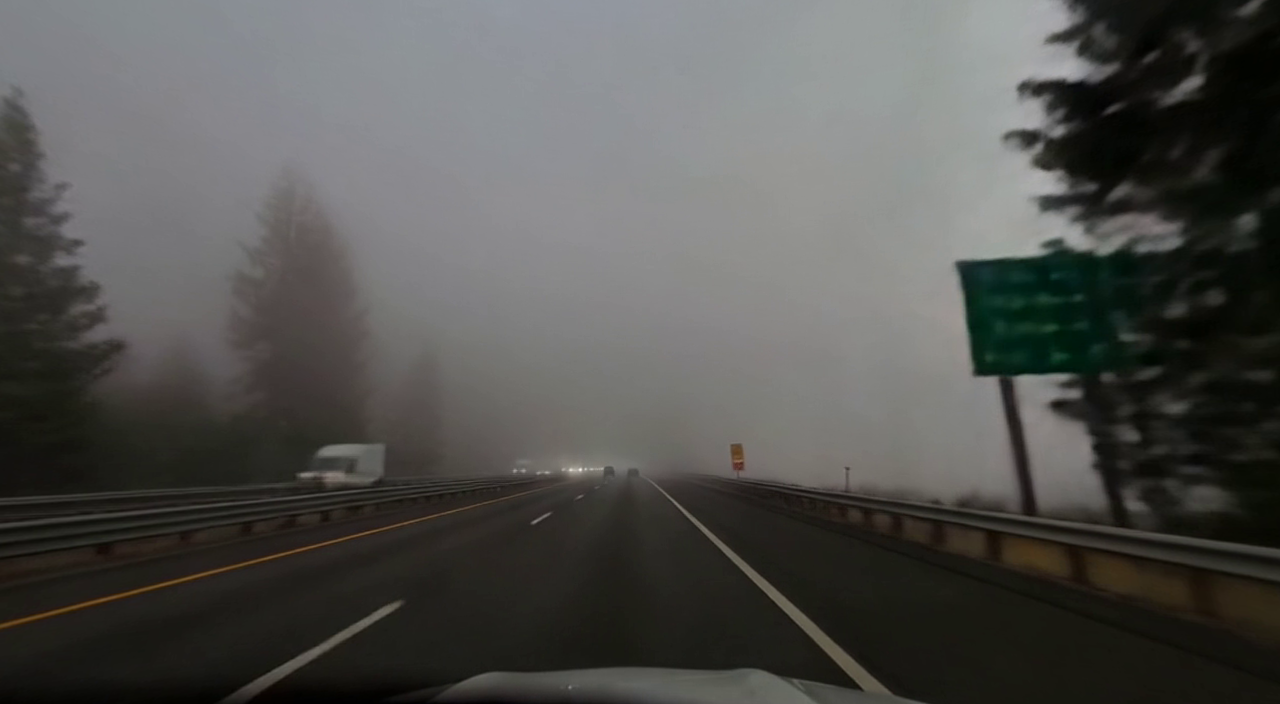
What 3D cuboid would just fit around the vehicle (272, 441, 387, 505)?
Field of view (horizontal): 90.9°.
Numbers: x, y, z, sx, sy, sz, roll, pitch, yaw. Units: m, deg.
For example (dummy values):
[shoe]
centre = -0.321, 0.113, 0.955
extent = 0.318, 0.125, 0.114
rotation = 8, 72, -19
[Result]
[vehicle]
centre = -12.830, 5.078, 26.510
extent = 2.196, 2.363, 5.077
rotation = 1, -11, 0
